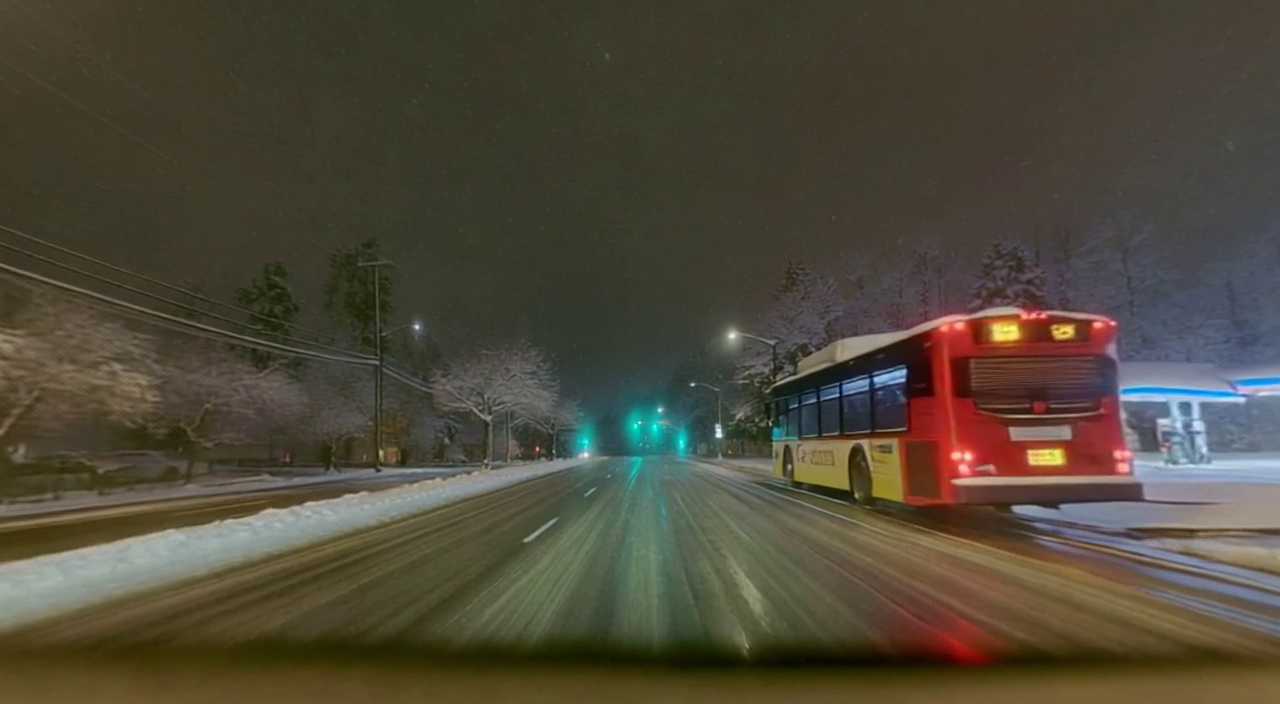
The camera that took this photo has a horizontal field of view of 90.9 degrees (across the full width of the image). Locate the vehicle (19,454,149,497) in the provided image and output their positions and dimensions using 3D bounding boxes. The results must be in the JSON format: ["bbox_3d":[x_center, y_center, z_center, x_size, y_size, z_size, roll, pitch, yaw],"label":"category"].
[{"bbox_3d":[-25.931,5.765,29.464,4.623,1.653,2.050,-3,-6,9],"label":"vehicle"}]

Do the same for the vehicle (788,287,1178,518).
[{"bbox_3d":[8.316,1.879,19.004,4.582,4.678,12.589,0,-8,0],"label":"vehicle"}]

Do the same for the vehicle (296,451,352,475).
[{"bbox_3d":[-23.446,8.221,46.905,1.930,1.451,4.124,-2,-7,3],"label":"vehicle"}]

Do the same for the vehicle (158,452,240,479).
[{"bbox_3d":[-29.961,7.686,42.849,4.251,1.563,1.950,-3,-8,4],"label":"vehicle"}]

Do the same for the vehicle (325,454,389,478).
[{"bbox_3d":[-20.874,8.420,46.762,2.114,1.602,4.824,-1,-9,6],"label":"vehicle"}]
